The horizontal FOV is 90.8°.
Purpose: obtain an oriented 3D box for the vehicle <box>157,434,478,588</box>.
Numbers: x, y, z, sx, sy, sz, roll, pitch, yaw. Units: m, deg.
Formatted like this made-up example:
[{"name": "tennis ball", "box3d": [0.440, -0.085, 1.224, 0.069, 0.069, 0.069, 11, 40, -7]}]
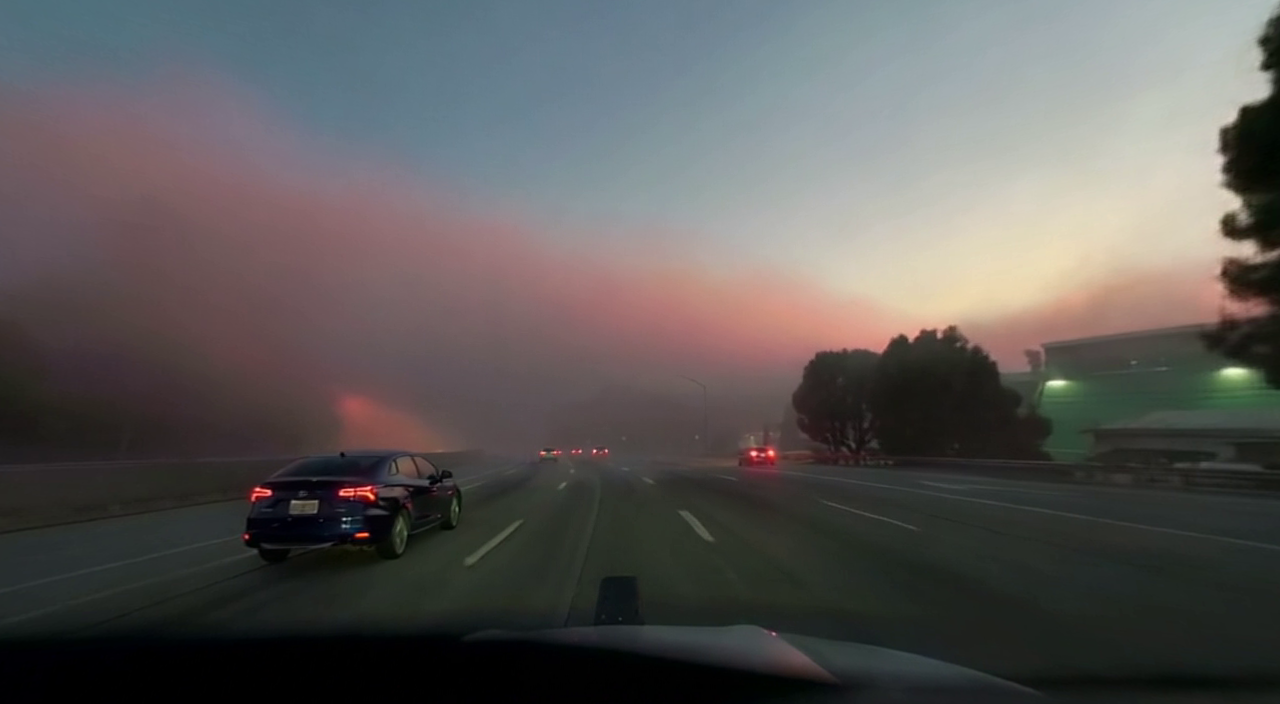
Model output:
[{"name": "vehicle", "box3d": [-3.705, 1.870, 8.391, 2.018, 1.476, 4.364, 0, -8, -1]}]
